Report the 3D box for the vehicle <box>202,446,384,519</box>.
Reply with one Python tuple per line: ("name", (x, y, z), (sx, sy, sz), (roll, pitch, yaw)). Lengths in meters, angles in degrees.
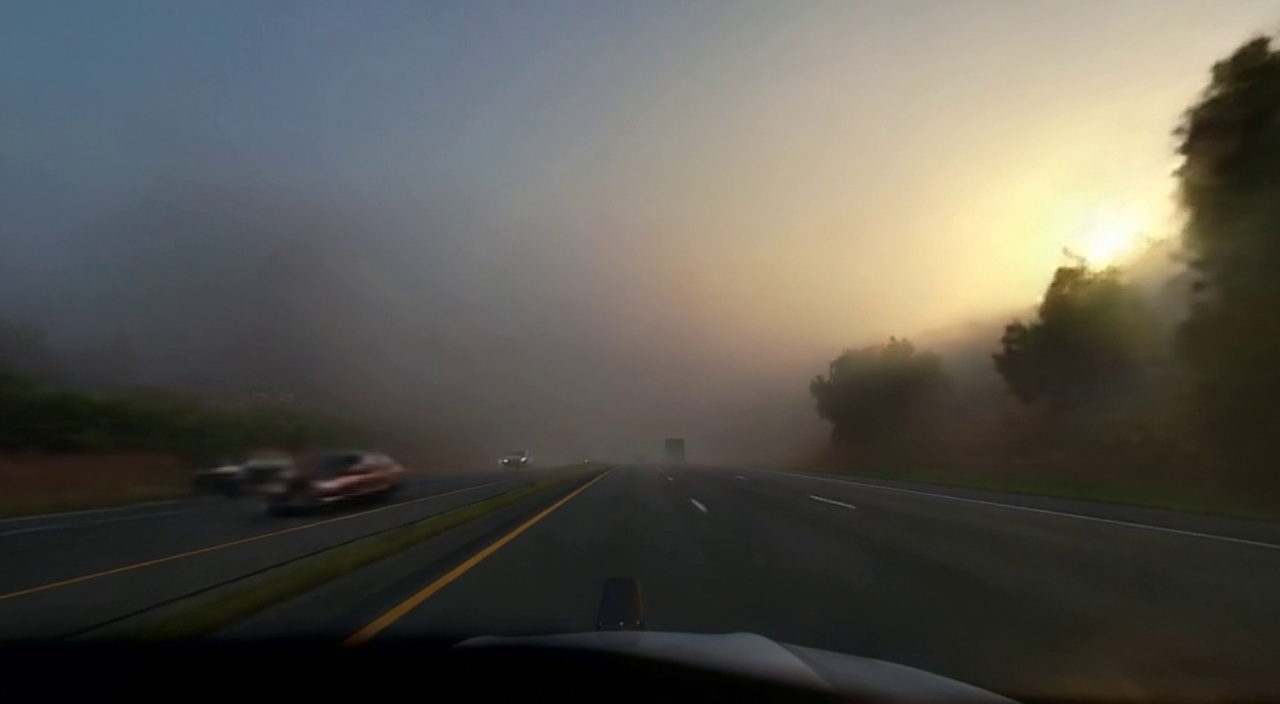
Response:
("vehicle", (-8.262, 3.107, 15.616), (2.029, 1.506, 4.335), (0, -9, 0))
